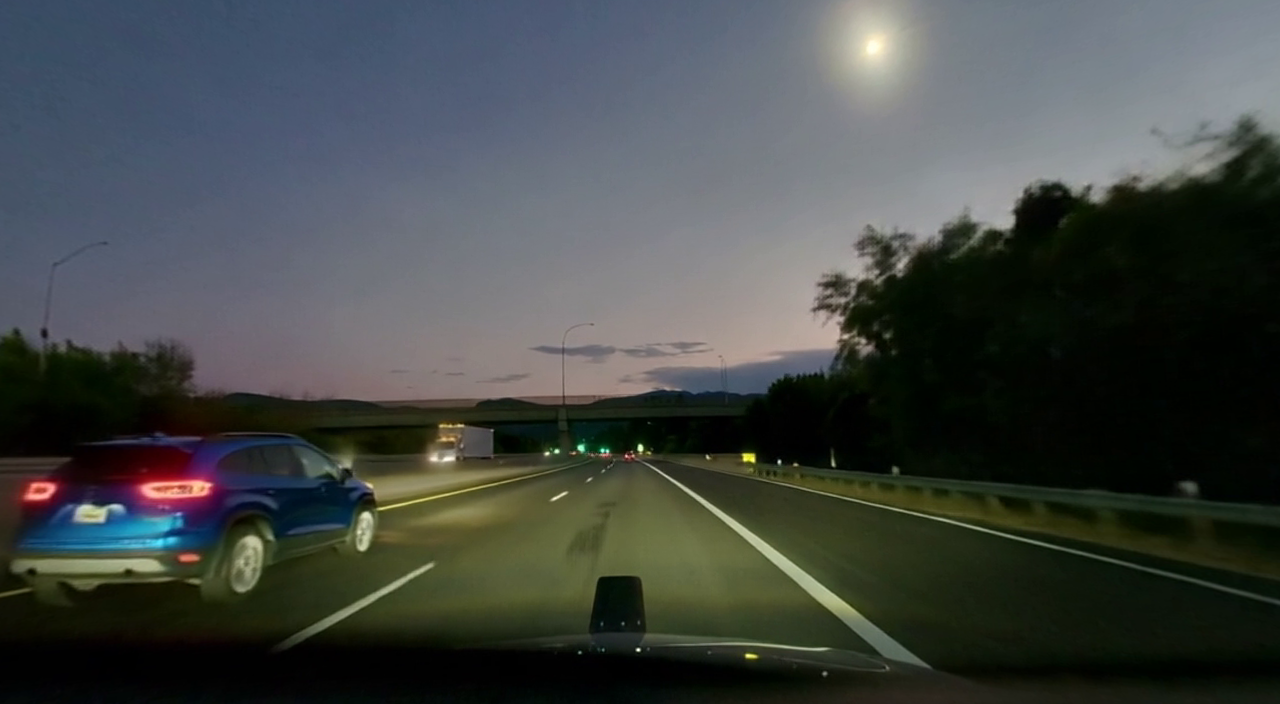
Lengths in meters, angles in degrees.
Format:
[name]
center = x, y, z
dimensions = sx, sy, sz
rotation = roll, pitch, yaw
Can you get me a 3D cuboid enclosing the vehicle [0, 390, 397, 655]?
[vehicle]
center = -4.612, 1.489, 6.614
dimensions = 2.221, 1.750, 4.706
rotation = 0, -9, 0
